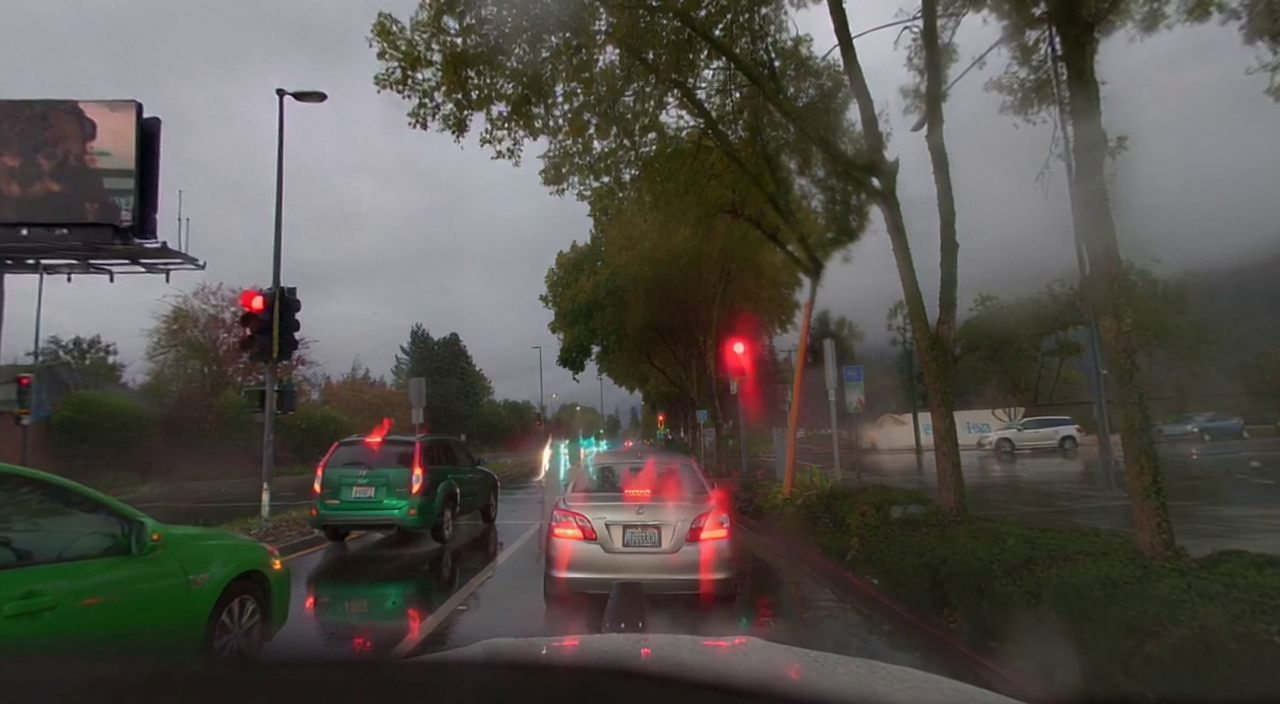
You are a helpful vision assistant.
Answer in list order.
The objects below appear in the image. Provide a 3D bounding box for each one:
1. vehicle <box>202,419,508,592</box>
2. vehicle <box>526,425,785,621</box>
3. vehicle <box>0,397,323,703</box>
[{"bbox_3d":[-3.170,1.790,8.132,1.950,1.628,4.082,-1,-9,1],"label":"vehicle"},{"bbox_3d":[0.053,1.575,6.622,1.977,1.467,3.474,0,-9,-2],"label":"vehicle"},{"bbox_3d":[-3.153,0.964,2.409,1.808,1.520,3.846,-1,-9,1],"label":"vehicle"}]
